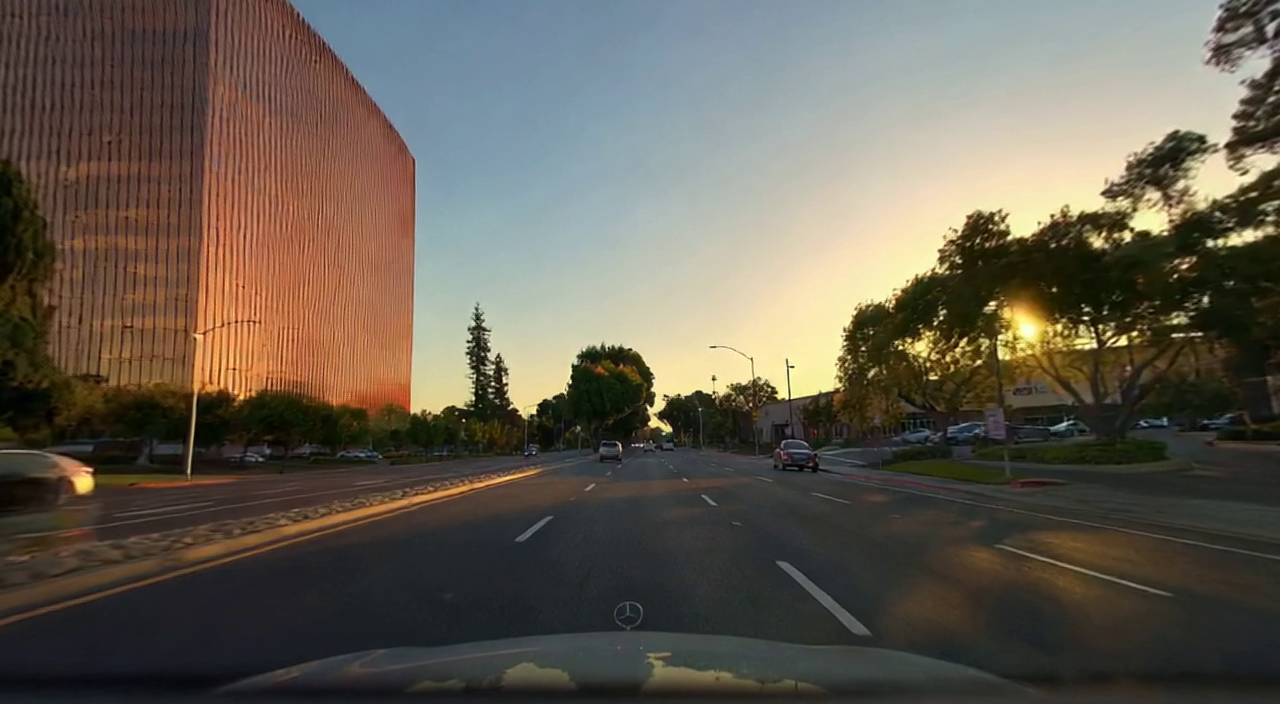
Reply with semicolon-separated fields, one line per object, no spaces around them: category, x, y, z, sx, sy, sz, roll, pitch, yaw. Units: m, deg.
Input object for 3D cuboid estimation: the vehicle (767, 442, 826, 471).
vehicle;10.129;6.675;40.445;2.129;1.696;5.061;-5;-10;32
